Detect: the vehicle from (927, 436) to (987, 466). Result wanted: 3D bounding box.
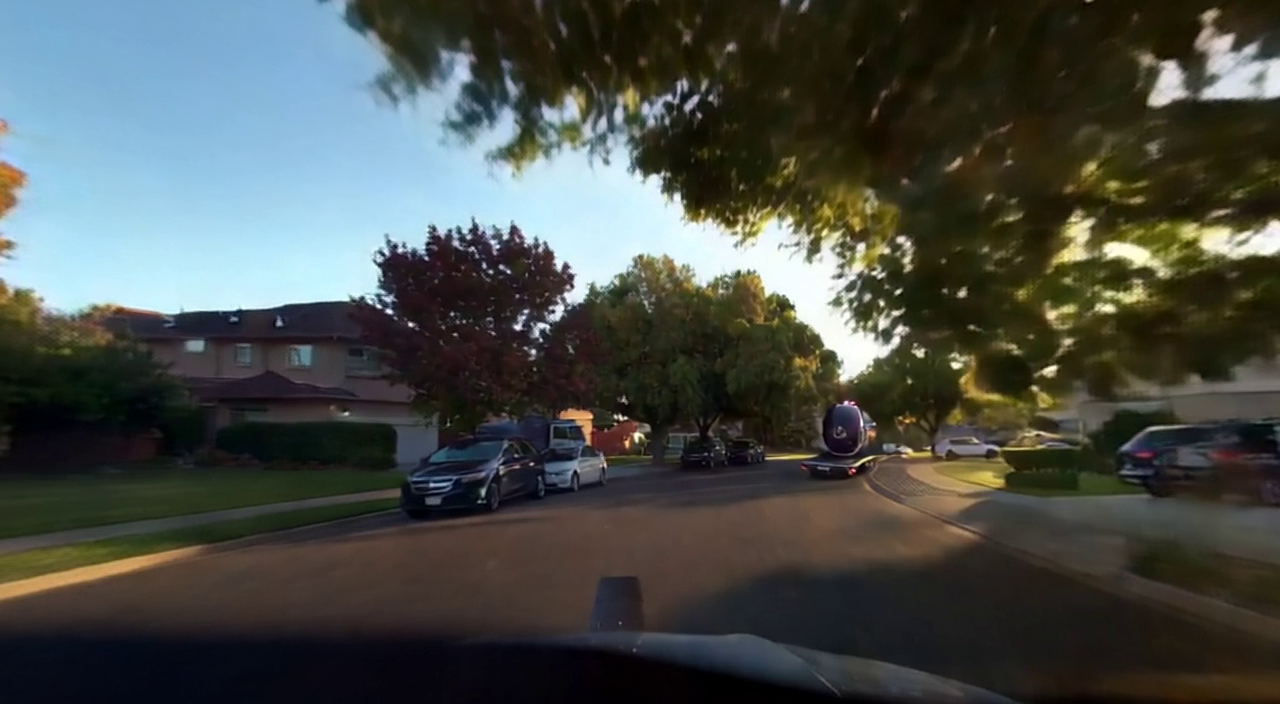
[{"bbox_3d":[23.132,7.209,46.001,3.470,2.123,1.584,0,-7,8],"label":"vehicle"}]

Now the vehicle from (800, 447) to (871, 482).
[{"bbox_3d":[9.983,5.568,31.694,2.804,1.336,6.700,-2,-7,22],"label":"vehicle"}]

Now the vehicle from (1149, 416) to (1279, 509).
[{"bbox_3d":[13.908,2.247,12.947,4.789,1.771,2.092,-1,-9,8],"label":"vehicle"}]

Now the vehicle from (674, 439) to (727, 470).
[{"bbox_3d":[3.846,6.353,39.215,2.052,1.745,4.737,-3,-9,21],"label":"vehicle"}]

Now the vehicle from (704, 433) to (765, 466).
[{"bbox_3d":[7.159,7.269,46.932,2.632,2.249,6.179,-4,-10,27],"label":"vehicle"}]

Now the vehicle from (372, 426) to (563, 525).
[{"bbox_3d":[-3.576,2.605,14.390,2.274,1.784,5.090,-1,-7,9],"label":"vehicle"}]
